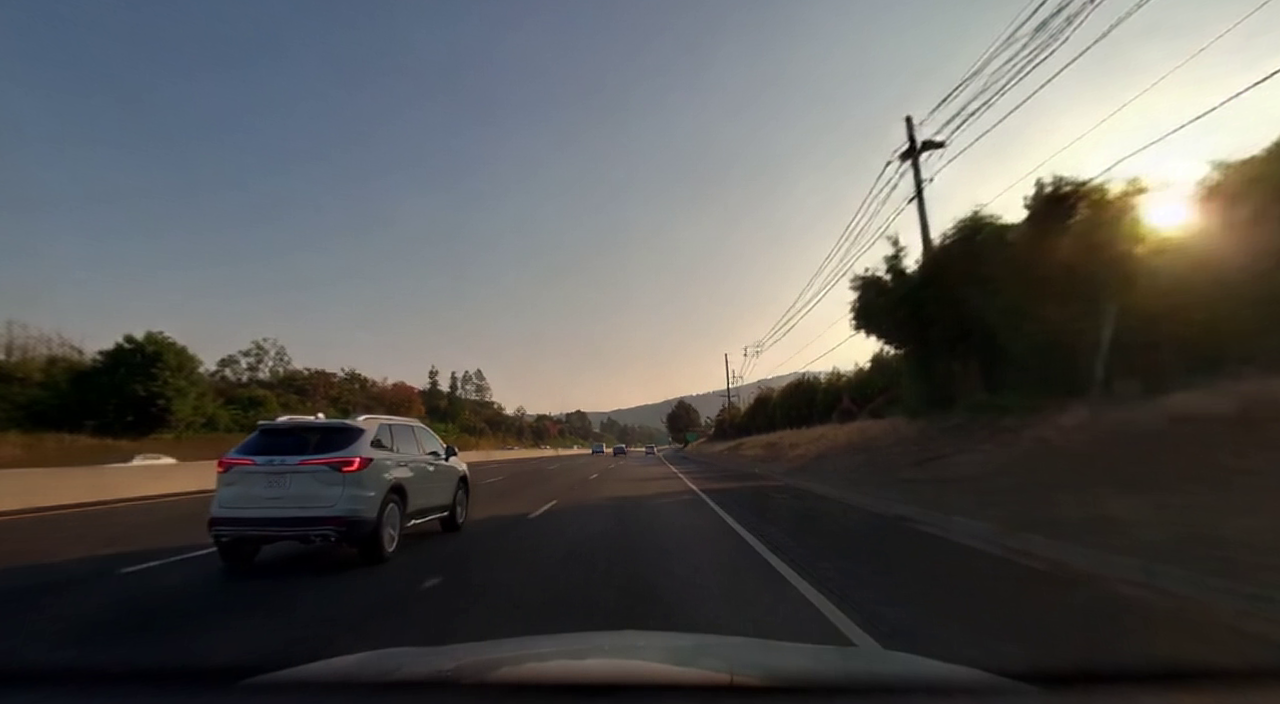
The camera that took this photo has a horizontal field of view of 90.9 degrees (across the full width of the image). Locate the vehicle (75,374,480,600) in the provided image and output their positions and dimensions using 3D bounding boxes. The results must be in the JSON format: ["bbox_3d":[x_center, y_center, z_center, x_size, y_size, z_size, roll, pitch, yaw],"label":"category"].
[{"bbox_3d":[-3.831,1.550,8.129,2.136,1.975,5.037,0,-8,1],"label":"vehicle"}]
